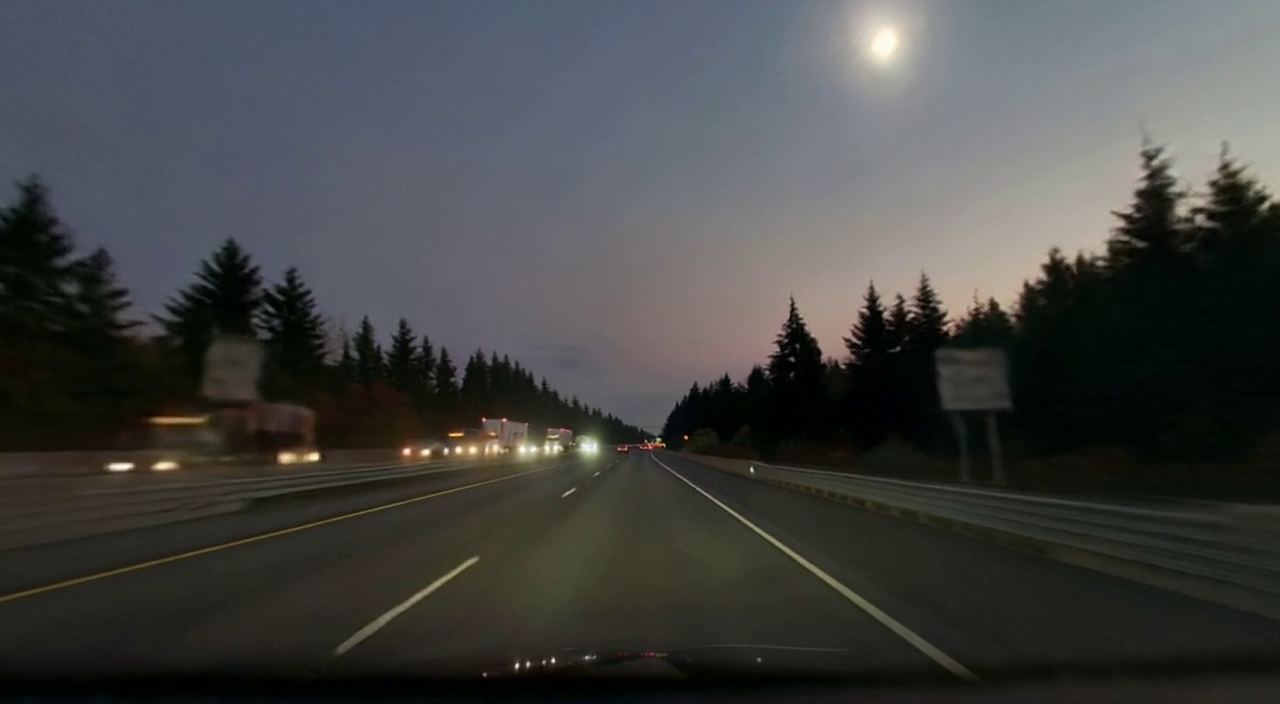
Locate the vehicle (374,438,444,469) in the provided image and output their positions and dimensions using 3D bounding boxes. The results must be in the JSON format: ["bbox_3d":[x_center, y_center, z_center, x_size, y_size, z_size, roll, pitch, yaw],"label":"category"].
[{"bbox_3d":[-12.505,5.522,34.470,2.140,1.563,4.347,0,-9,1],"label":"vehicle"}]

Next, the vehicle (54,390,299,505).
[{"bbox_3d":[-12.952,2.790,18.444,2.518,2.799,5.948,0,-9,0],"label":"vehicle"}]

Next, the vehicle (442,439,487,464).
[{"bbox_3d":[-12.395,7.103,44.874,1.966,1.662,4.366,0,-9,0],"label":"vehicle"}]
